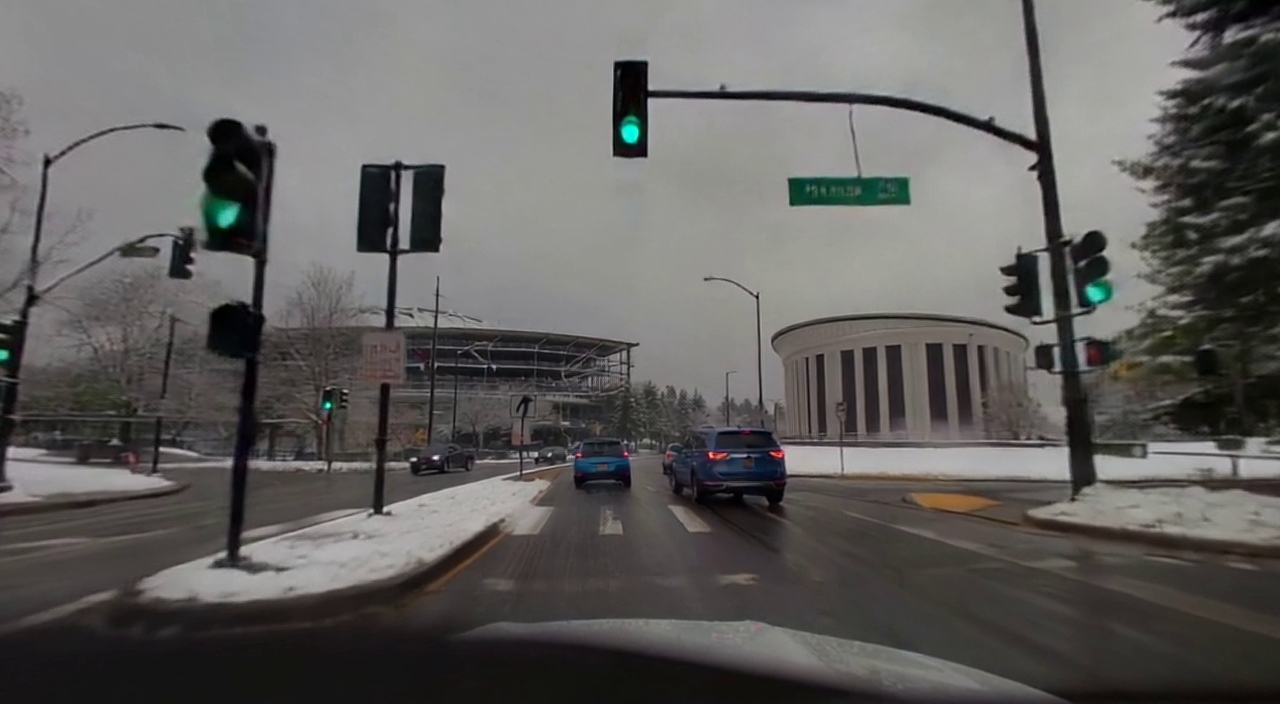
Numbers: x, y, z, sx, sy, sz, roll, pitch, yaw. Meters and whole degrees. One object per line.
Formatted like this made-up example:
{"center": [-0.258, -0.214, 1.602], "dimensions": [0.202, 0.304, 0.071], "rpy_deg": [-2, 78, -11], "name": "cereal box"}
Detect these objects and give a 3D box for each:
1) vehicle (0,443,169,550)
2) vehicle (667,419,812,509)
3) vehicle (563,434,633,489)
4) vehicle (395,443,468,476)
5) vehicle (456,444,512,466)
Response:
{"center": [-9.857, 2.138, 9.602], "dimensions": [2.013, 1.466, 4.430], "rpy_deg": [0, -8, -2], "name": "vehicle"}
{"center": [2.089, 2.590, 15.028], "dimensions": [2.320, 1.772, 4.872], "rpy_deg": [0, -9, -4], "name": "vehicle"}
{"center": [-1.411, 3.627, 21.203], "dimensions": [2.132, 1.632, 3.889], "rpy_deg": [0, -9, -4], "name": "vehicle"}
{"center": [-10.436, 5.397, 31.960], "dimensions": [2.121, 1.513, 4.827], "rpy_deg": [0, -8, -1], "name": "vehicle"}
{"center": [-11.295, 7.456, 45.856], "dimensions": [2.012, 1.490, 4.351], "rpy_deg": [-3, -9, 16], "name": "vehicle"}
